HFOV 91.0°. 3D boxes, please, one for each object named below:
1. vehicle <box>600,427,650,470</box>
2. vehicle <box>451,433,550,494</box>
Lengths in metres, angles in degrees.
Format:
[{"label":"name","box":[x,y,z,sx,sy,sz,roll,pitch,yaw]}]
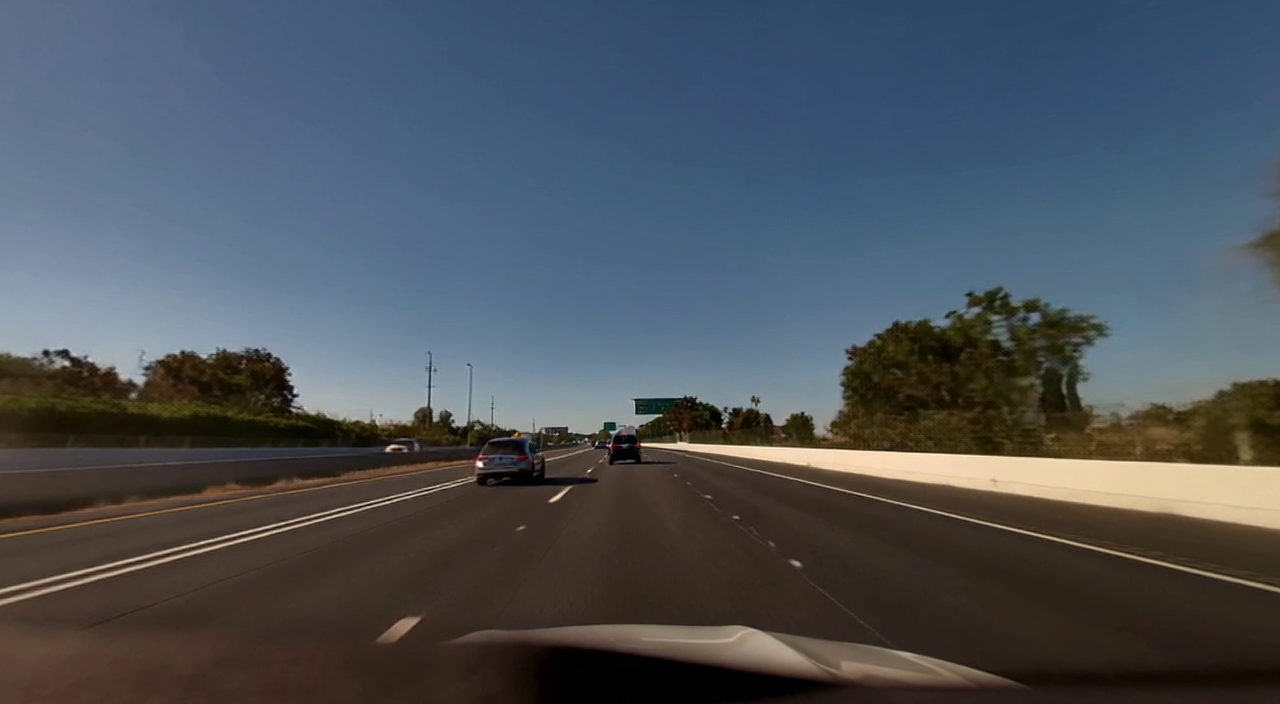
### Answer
[{"label":"vehicle","box":[-0.780,4.879,31.964,2.382,1.973,4.439,0,-8,-2]},{"label":"vehicle","box":[-4.026,3.278,18.979,2.039,1.602,4.317,0,-8,0]}]
